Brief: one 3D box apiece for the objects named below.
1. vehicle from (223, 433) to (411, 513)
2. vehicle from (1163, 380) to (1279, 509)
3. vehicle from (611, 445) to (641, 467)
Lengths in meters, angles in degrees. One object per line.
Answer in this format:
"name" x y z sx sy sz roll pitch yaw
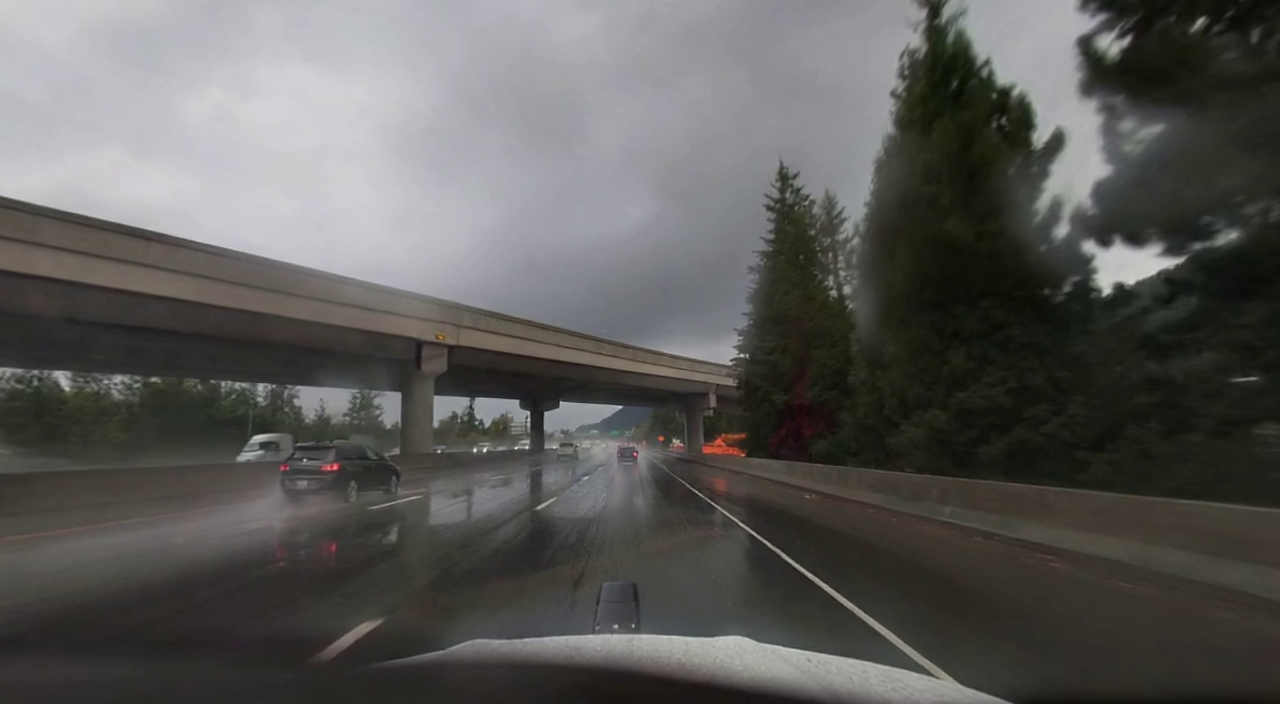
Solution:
"vehicle" -7.294 2.764 14.909 2.128 1.604 4.279 0 -9 0
"vehicle" 13.755 2.028 13.768 1.868 2.536 3.267 -1 -9 5
"vehicle" -0.943 7.362 44.979 2.051 1.459 4.092 0 -9 0
